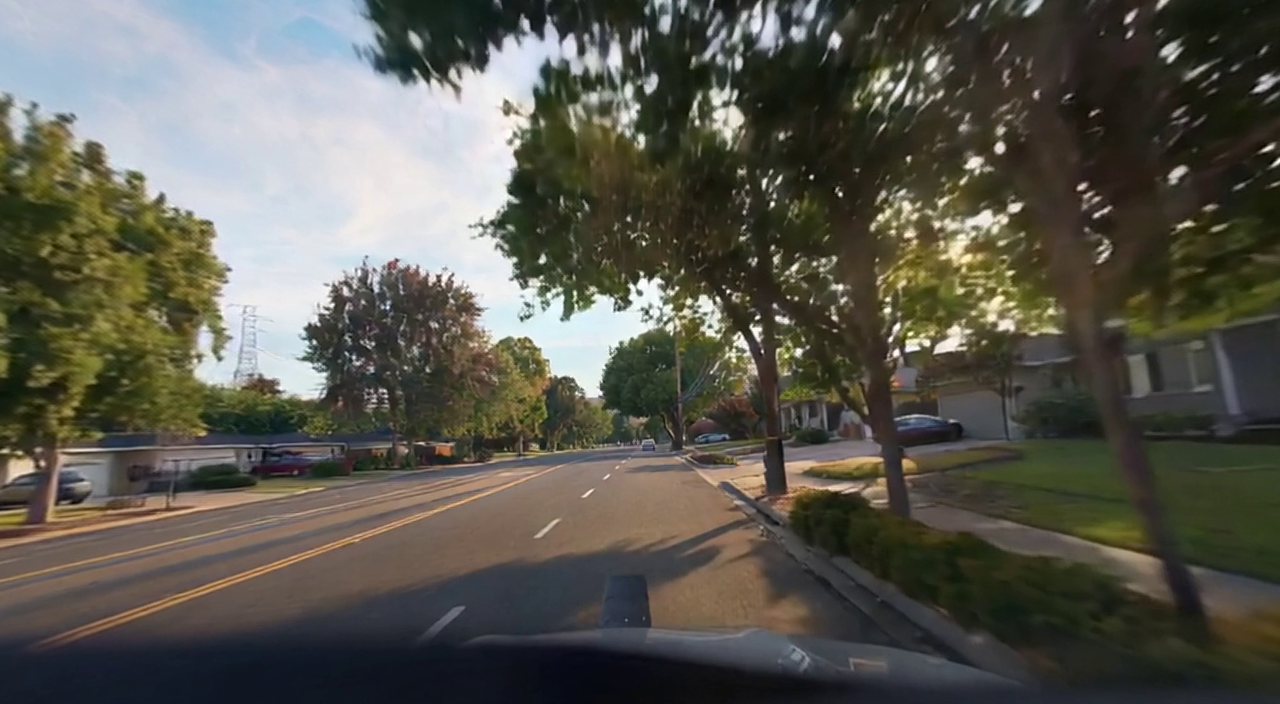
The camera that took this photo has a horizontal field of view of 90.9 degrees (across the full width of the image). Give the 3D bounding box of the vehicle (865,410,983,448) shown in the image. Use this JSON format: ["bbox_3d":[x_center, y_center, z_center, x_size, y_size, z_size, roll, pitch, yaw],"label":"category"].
[{"bbox_3d":[11.683,3.206,26.101,3.992,1.486,1.727,-1,-8,1],"label":"vehicle"}]
